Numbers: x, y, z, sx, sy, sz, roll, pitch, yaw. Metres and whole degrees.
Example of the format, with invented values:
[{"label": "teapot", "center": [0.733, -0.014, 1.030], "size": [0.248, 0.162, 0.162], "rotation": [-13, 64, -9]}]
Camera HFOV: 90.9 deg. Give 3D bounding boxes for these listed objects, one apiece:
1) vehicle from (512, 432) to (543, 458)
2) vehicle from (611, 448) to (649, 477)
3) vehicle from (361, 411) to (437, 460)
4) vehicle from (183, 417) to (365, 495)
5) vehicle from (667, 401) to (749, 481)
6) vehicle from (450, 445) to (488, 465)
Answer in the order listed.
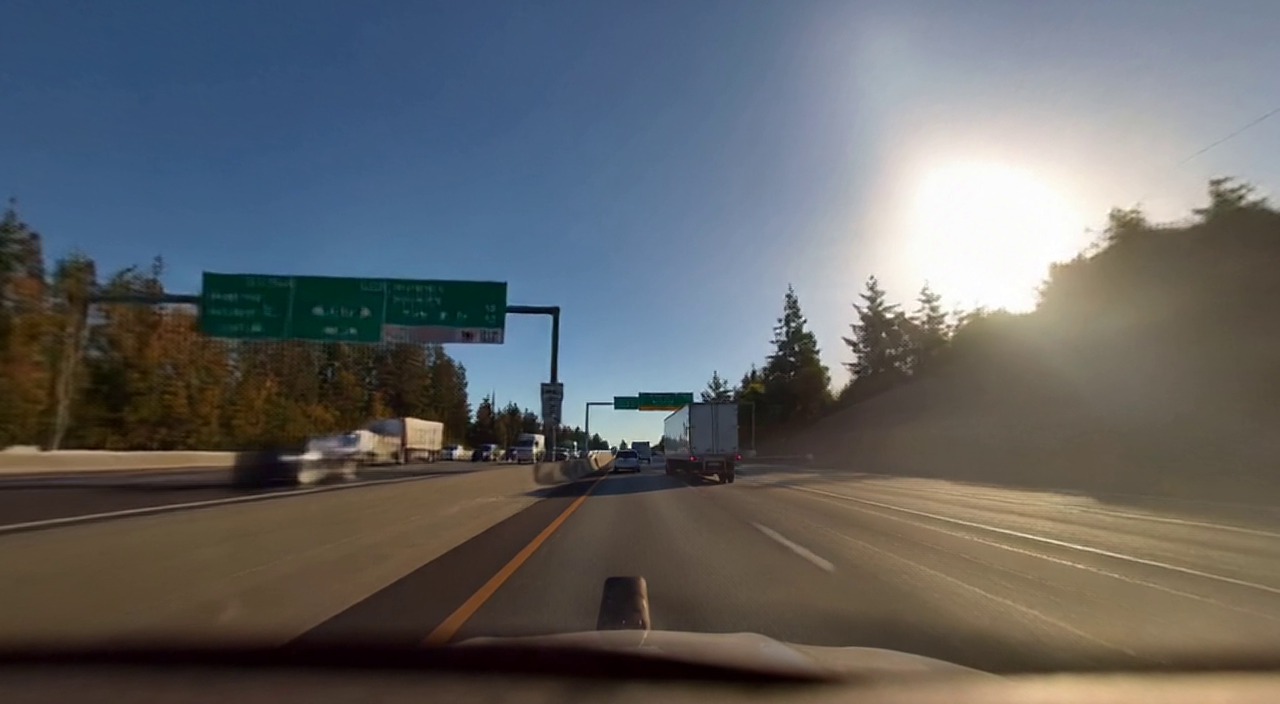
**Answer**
[{"label": "vehicle", "center": [-8.293, 6.867, 46.612], "size": [2.073, 1.806, 4.773], "rotation": [1, -9, -8]}, {"label": "vehicle", "center": [-0.638, 6.485, 37.104], "size": [2.111, 1.599, 3.859], "rotation": [0, -9, -2]}, {"label": "vehicle", "center": [-12.050, 4.281, 31.868], "size": [2.161, 2.281, 4.072], "rotation": [0, -9, 1]}, {"label": "vehicle", "center": [-8.022, 2.341, 14.371], "size": [2.005, 1.497, 4.075], "rotation": [1, -9, -6]}, {"label": "vehicle", "center": [3.683, 5.460, 38.168], "size": [2.931, 4.009, 12.800], "rotation": [0, -9, -3]}, {"label": "vehicle", "center": [-12.802, 7.736, 47.284], "size": [1.845, 1.441, 3.969], "rotation": [0, -9, -2]}]
